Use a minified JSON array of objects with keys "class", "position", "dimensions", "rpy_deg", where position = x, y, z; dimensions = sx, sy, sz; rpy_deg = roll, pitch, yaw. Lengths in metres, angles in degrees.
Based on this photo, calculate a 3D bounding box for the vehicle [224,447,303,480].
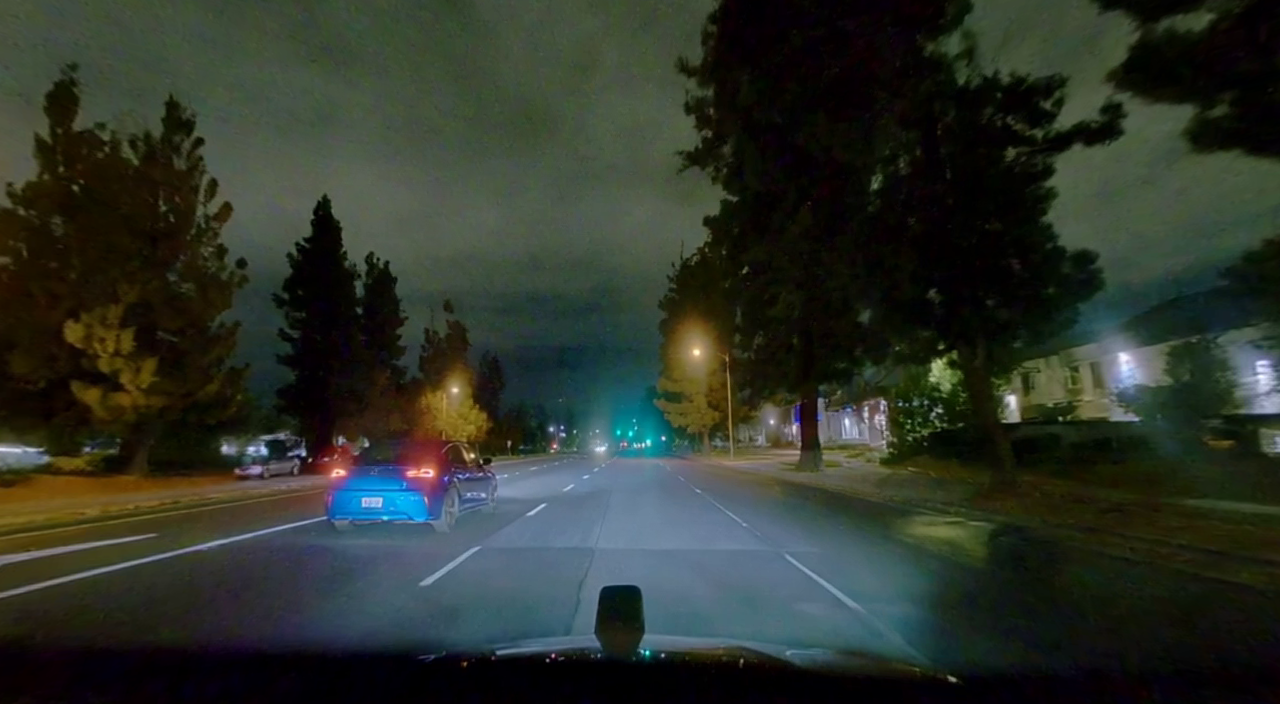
[{"class":"vehicle","position":[-22.975,6.781,38.811],"dimensions":[1.986,1.897,4.636],"rpy_deg":[0,-8,0]}]

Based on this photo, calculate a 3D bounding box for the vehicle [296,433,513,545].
[{"class":"vehicle","position":[-3.581,2.144,10.592],"dimensions":[2.005,1.477,4.169],"rpy_deg":[0,-8,0]}]
